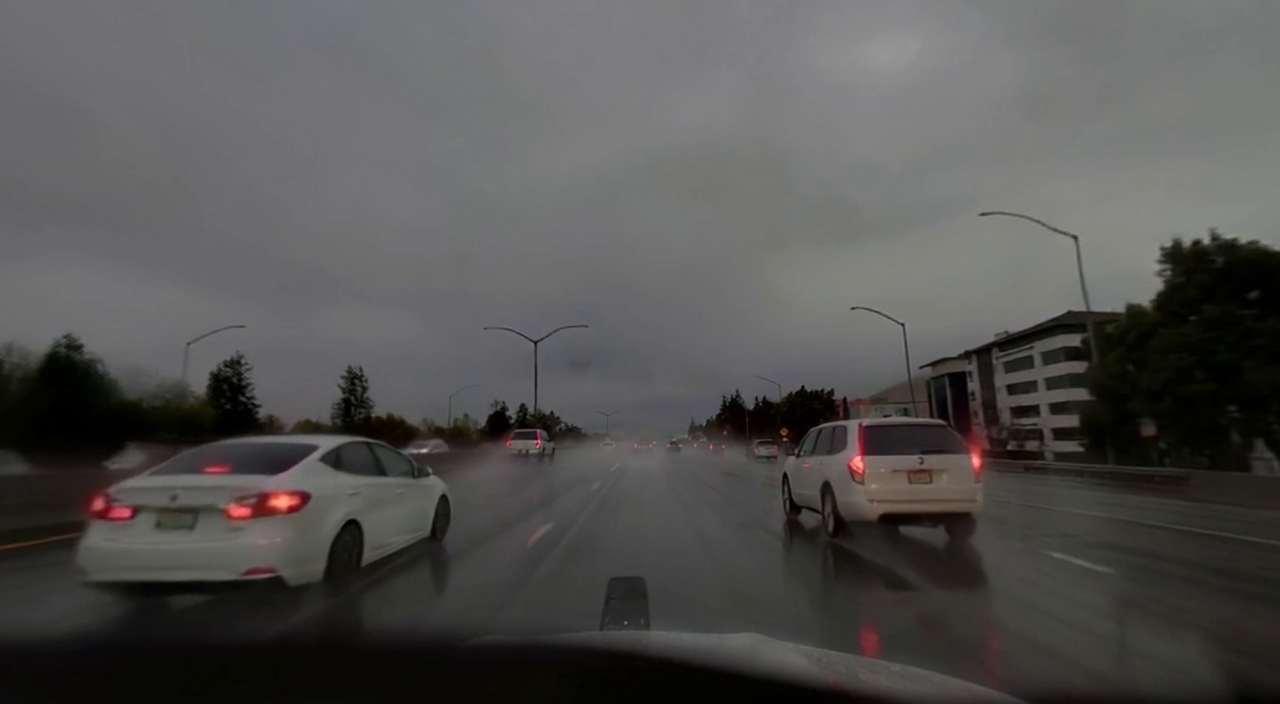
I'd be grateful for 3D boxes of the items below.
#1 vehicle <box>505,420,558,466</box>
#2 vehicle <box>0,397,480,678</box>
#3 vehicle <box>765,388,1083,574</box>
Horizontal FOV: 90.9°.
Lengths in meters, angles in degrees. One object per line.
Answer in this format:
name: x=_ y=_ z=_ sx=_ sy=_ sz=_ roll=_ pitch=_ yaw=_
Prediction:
vehicle: x=-6.961 y=5.977 z=41.312 sx=2.362 sy=2.778 sz=6.630 roll=0 pitch=-8 yaw=0
vehicle: x=-3.197 y=1.381 z=5.921 sx=2.080 sy=1.542 sz=4.718 roll=0 pitch=-8 yaw=1
vehicle: x=3.359 y=1.657 z=8.849 sx=2.148 sy=1.852 sz=4.835 roll=0 pitch=-8 yaw=0
